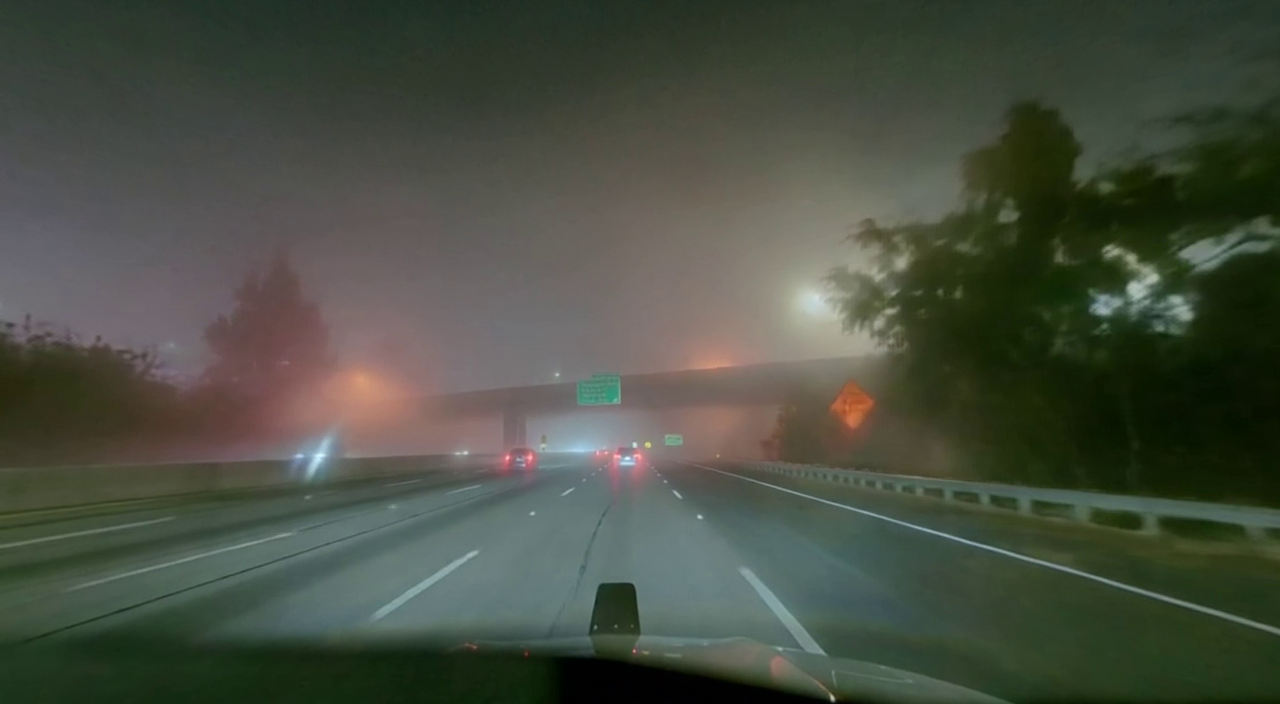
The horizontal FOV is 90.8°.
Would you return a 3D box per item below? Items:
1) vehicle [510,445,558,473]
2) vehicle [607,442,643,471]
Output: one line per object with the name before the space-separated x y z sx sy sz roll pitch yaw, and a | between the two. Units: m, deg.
vehicle | -5.924 6.012 35.748 1.997 1.507 4.248 0 -9 -1
vehicle | -0.889 6.332 38.373 2.109 1.638 3.856 0 -9 -1
